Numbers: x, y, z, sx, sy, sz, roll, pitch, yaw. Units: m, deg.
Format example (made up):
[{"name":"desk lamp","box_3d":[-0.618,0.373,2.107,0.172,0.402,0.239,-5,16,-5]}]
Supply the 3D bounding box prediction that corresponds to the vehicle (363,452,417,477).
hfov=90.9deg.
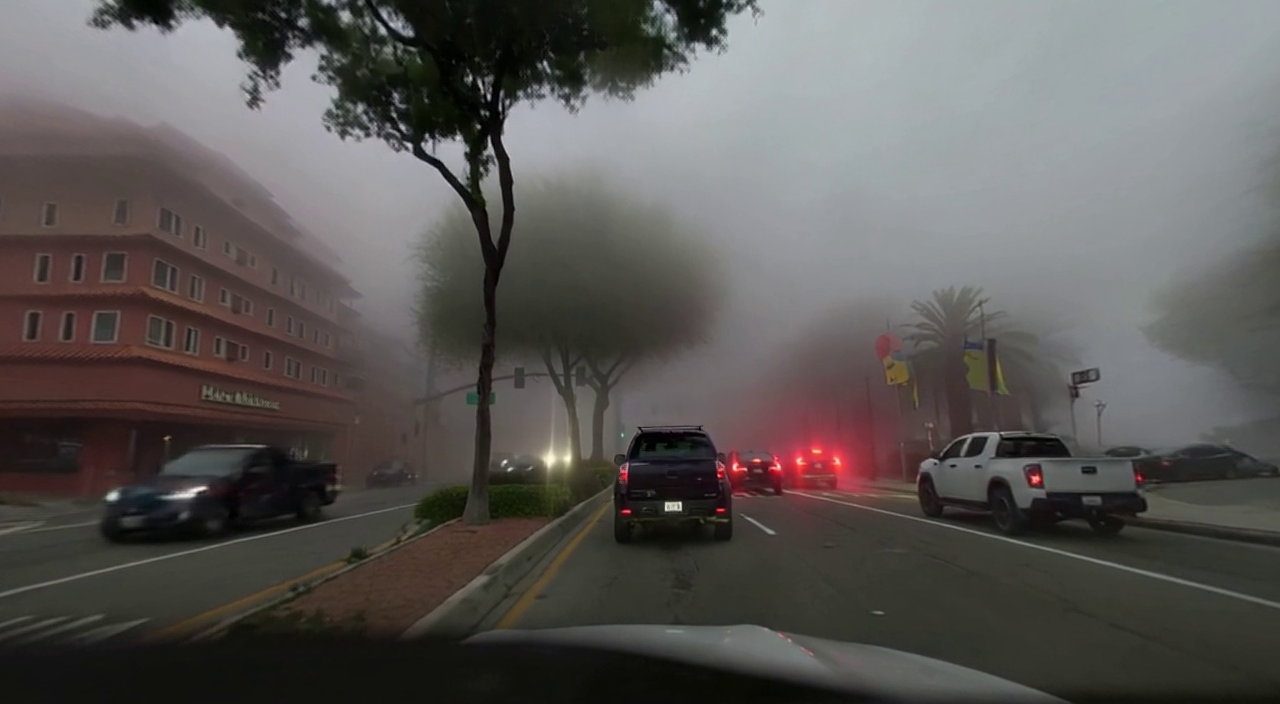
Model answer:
[{"name":"vehicle","box_3d":[-18.102,8.161,45.925,1.972,1.694,4.466,0,-9,1]}]

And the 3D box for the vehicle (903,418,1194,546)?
[{"name":"vehicle","box_3d":[7.514,2.441,12.599,2.215,1.973,5.323,0,-9,0]}]

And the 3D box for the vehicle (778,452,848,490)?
[{"name":"vehicle","box_3d":[7.698,5.336,28.564,1.958,1.523,4.553,0,-9,1]}]

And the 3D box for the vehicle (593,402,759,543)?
[{"name":"vehicle","box_3d":[0.598,2.236,12.334,2.487,2.115,5.444,0,-9,1]}]

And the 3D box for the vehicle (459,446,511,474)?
[{"name":"vehicle","box_3d":[-10.927,7.668,44.908,2.272,1.837,4.892,-1,-9,2]}]

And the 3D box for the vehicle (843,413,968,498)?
[{"name":"vehicle","box_3d":[10.804,4.110,26.352,2.663,3.061,5.602,-1,-5,0]}]

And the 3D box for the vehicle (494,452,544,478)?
[{"name":"vehicle","box_3d":[-7.555,7.101,39.803,2.061,1.496,4.600,-1,-9,3]}]

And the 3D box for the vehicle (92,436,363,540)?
[{"name":"vehicle","box_3d":[-8.037,2.663,13.095,2.268,1.733,4.821,0,-9,1]}]
